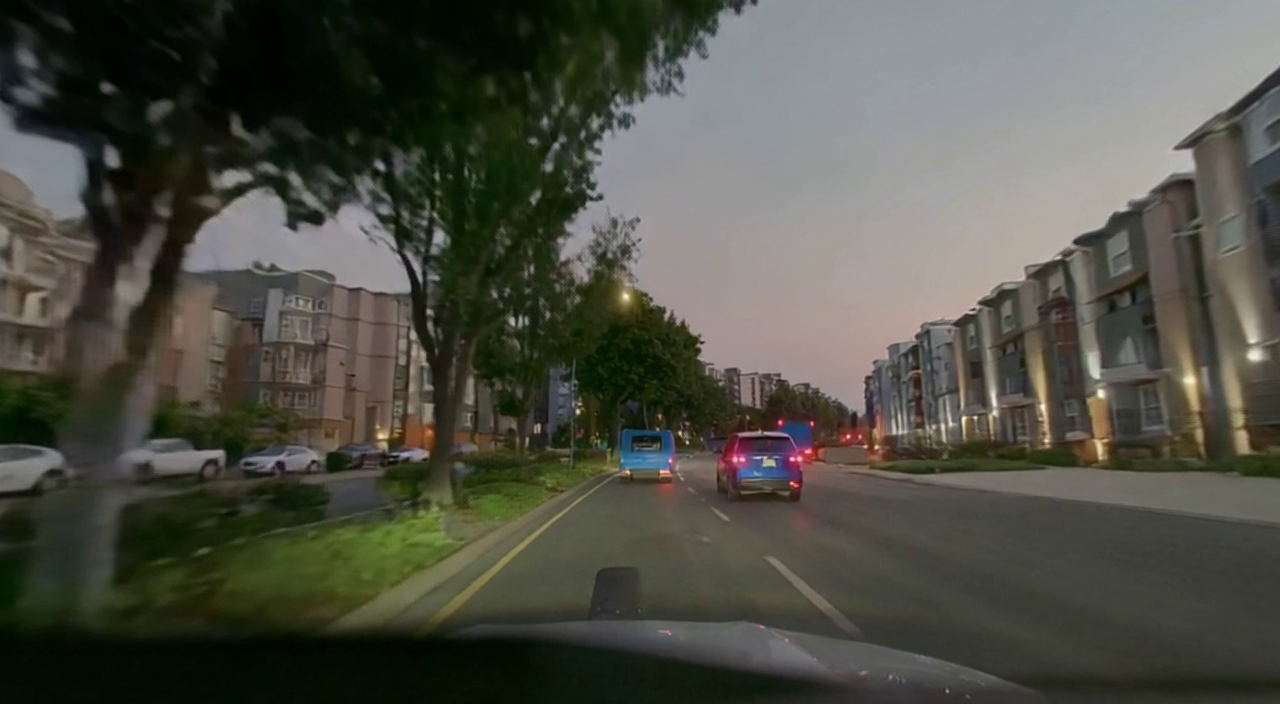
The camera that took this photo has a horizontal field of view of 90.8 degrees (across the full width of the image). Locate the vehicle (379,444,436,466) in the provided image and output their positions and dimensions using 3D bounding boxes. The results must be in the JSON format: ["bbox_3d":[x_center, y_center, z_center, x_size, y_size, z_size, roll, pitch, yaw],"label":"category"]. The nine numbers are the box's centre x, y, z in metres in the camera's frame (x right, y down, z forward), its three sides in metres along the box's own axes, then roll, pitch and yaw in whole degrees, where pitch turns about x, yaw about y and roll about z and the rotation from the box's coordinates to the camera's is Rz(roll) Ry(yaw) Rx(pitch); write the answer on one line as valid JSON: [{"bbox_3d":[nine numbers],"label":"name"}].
[{"bbox_3d":[-17.222,7.730,47.128,2.008,1.487,5.078,-2,-10,4],"label":"vehicle"}]

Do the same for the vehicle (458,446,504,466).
[{"bbox_3d":[-12.215,8.011,48.717,1.884,1.454,4.858,-1,-9,5],"label":"vehicle"}]

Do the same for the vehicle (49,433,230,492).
[{"bbox_3d":[-18.587,4.178,23.965,2.195,1.894,5.489,-2,-10,3],"label":"vehicle"}]

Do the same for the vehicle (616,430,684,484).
[{"bbox_3d":[0.409,4.003,24.313,2.345,1.841,5.032,0,-9,2],"label":"vehicle"}]

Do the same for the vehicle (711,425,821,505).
[{"bbox_3d":[3.142,2.944,16.802,2.033,1.823,4.409,0,-9,0],"label":"vehicle"}]

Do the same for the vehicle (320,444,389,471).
[{"bbox_3d":[-18.101,6.748,40.332,2.010,1.609,4.549,-1,-10,3],"label":"vehicle"}]

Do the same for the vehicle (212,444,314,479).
[{"bbox_3d":[-18.539,5.442,31.359,1.961,1.556,4.791,-2,-10,2],"label":"vehicle"}]
